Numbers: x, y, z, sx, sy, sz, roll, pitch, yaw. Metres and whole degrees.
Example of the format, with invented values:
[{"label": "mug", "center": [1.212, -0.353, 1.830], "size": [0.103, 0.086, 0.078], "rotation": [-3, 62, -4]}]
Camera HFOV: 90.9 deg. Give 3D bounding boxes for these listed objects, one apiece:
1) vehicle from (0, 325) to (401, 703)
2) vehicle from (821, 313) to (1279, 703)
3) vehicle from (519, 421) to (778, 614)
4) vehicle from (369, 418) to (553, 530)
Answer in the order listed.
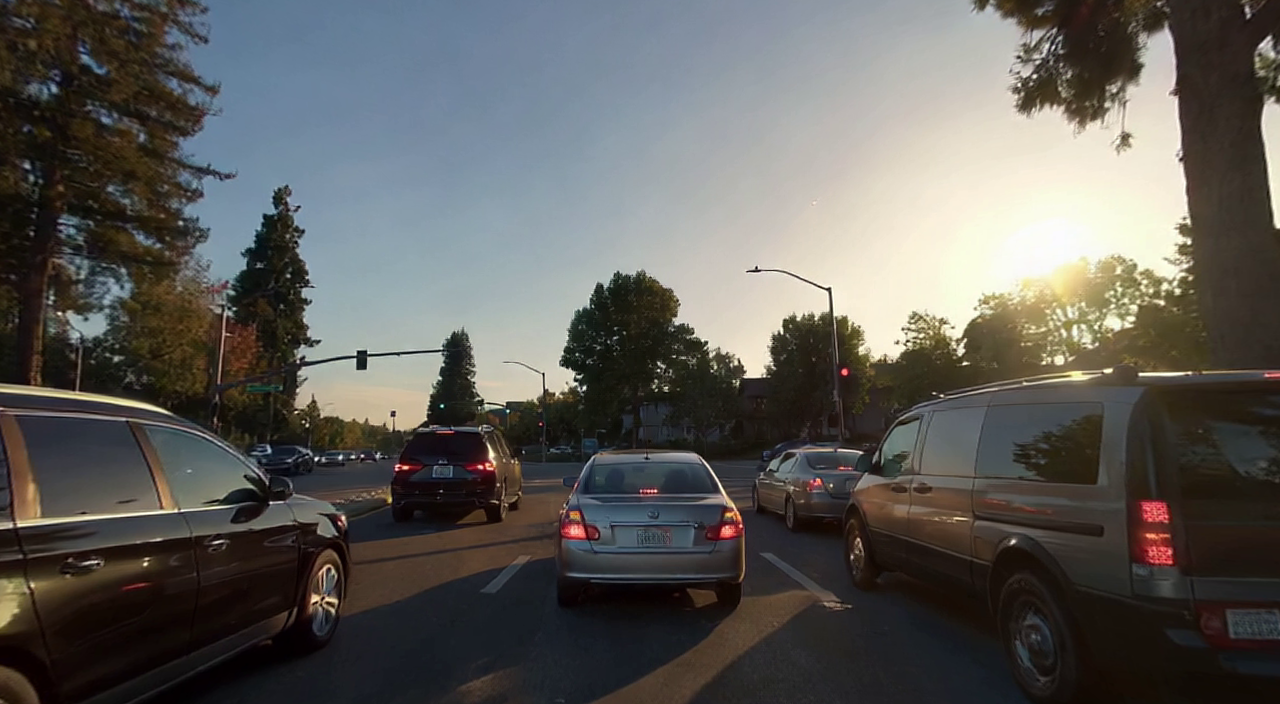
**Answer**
[{"label": "vehicle", "center": [-3.122, 0.956, 3.298], "size": [1.982, 1.721, 4.261], "rotation": [0, -8, 1]}, {"label": "vehicle", "center": [3.213, 1.103, 4.717], "size": [2.141, 1.833, 4.704], "rotation": [0, -8, -2]}, {"label": "vehicle", "center": [0.032, 1.592, 6.983], "size": [2.021, 1.490, 3.948], "rotation": [0, -8, -1]}, {"label": "vehicle", "center": [-3.182, 2.296, 12.430], "size": [2.117, 1.772, 4.619], "rotation": [0, -8, 2]}]
